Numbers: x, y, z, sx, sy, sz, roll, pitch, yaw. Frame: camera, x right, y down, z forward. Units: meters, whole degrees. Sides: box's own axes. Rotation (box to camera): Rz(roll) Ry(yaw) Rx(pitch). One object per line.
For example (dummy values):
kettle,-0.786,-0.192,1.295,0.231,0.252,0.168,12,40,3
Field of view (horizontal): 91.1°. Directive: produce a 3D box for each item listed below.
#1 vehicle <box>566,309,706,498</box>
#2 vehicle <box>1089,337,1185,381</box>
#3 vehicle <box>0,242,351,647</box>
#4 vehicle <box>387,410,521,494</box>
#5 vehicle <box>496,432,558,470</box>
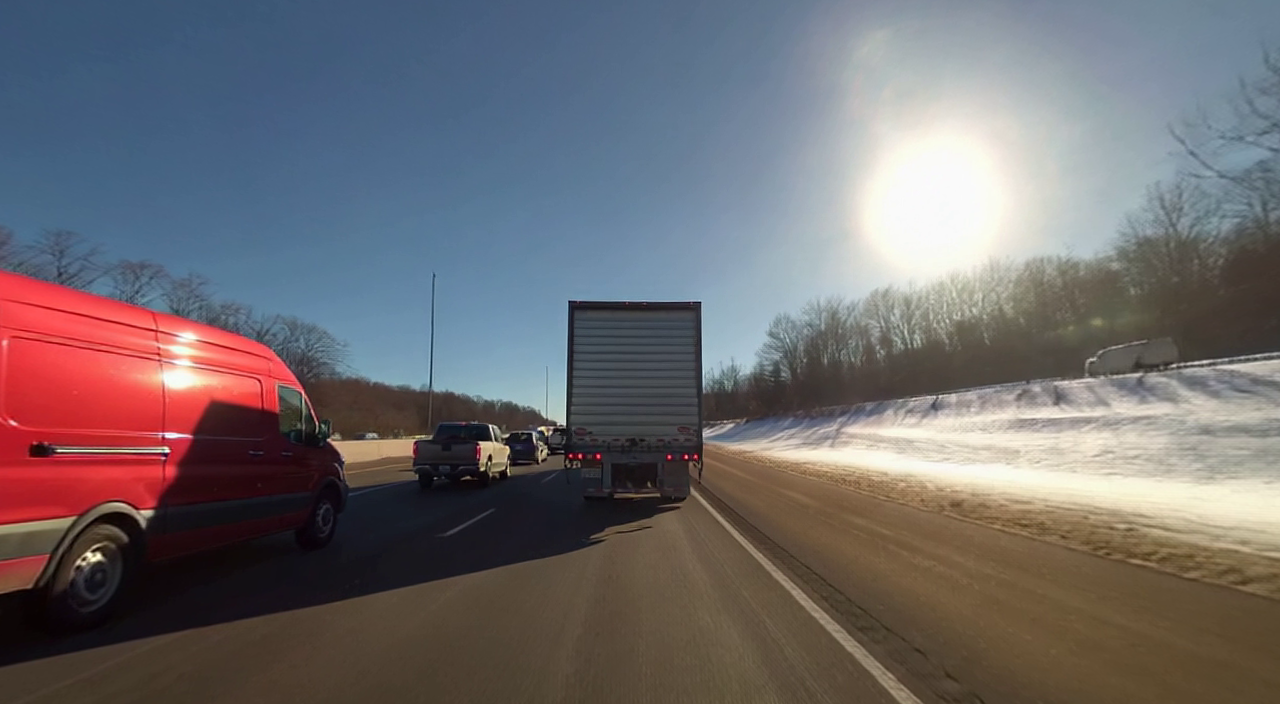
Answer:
vehicle,-0.054,1.734,18.476,2.953,4.041,10.072,0,-8,0
vehicle,27.409,0.456,34.894,2.034,1.625,4.809,6,-7,9
vehicle,-5.253,0.839,5.851,2.478,2.515,5.438,0,-8,0
vehicle,-4.903,2.715,17.486,2.168,1.985,4.952,0,-8,0
vehicle,-4.870,4.341,27.818,1.931,1.539,4.441,0,-8,0
